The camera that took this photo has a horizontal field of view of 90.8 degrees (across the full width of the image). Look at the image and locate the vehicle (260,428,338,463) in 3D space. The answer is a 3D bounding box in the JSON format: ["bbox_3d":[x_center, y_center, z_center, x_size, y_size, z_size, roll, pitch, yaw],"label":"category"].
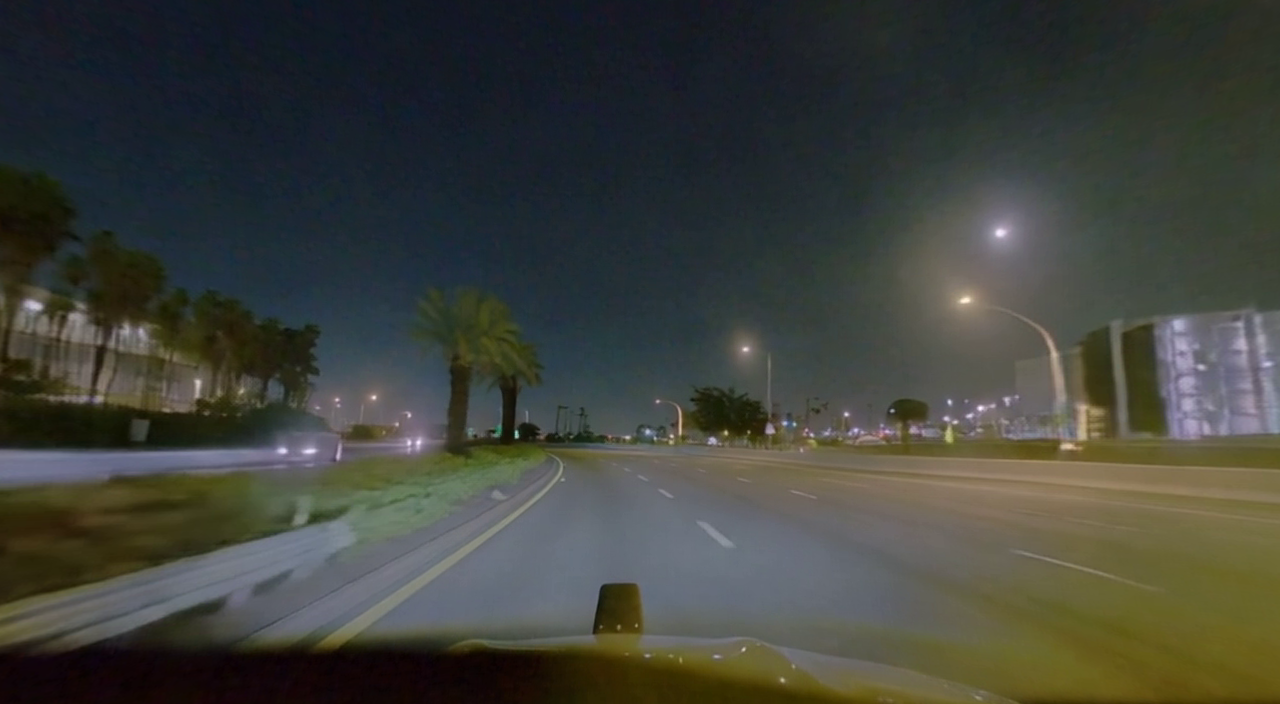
[{"bbox_3d":[-17.753,4.915,33.190,2.061,1.699,4.606,1,-9,-8],"label":"vehicle"}]
